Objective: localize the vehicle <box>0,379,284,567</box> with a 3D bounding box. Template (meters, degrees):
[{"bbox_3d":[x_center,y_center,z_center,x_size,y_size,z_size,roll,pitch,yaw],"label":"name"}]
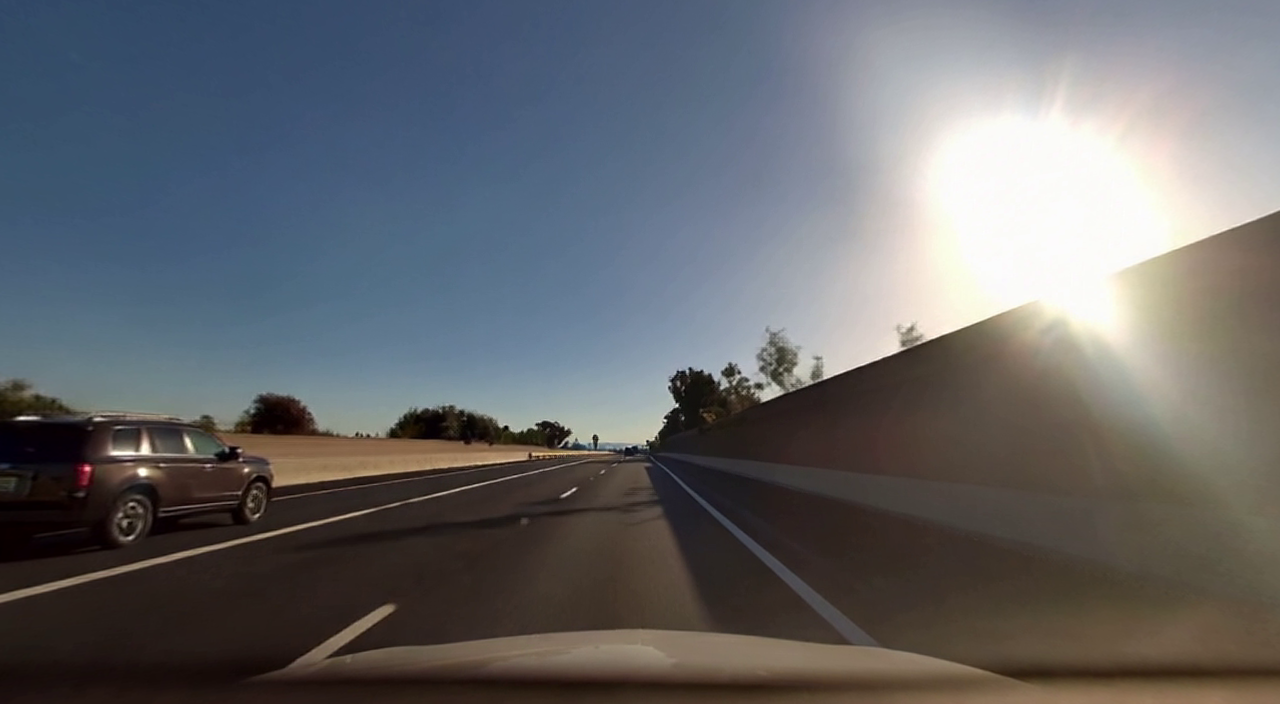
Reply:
[{"bbox_3d":[-7.670,1.616,9.031,2.163,1.947,4.959,0,-9,0],"label":"vehicle"}]
